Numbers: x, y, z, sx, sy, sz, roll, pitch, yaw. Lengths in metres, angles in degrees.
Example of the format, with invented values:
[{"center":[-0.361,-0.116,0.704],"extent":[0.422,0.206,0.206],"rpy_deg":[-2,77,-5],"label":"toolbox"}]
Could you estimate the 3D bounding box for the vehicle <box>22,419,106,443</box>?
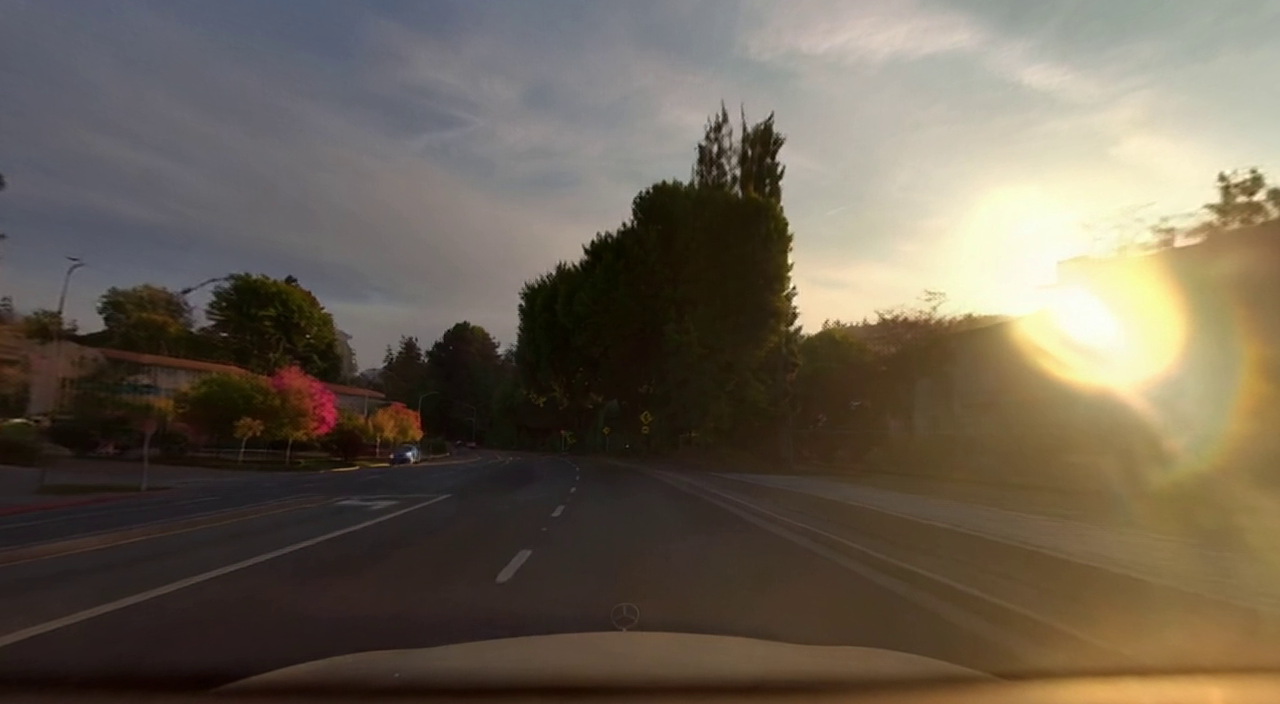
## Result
[{"center":[-44.368,6.097,48.694],"extent":[5.006,1.561,1.894],"rpy_deg":[0,-15,10],"label":"vehicle"}]
